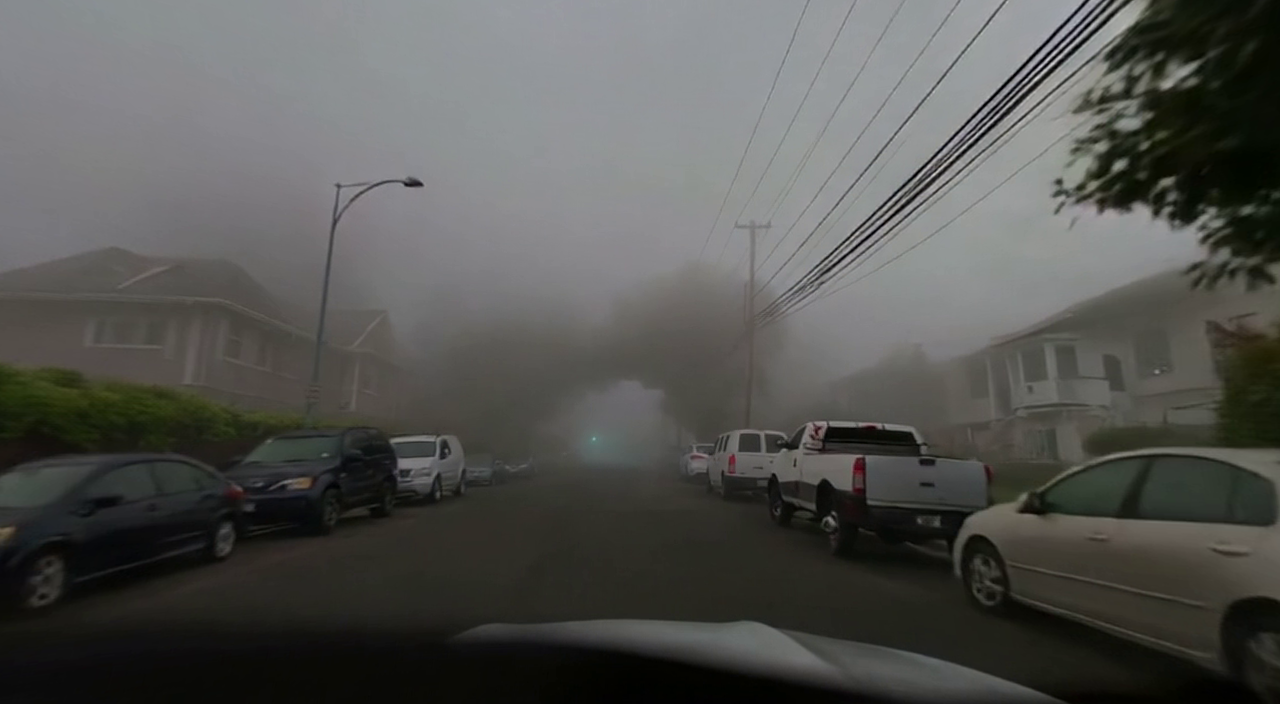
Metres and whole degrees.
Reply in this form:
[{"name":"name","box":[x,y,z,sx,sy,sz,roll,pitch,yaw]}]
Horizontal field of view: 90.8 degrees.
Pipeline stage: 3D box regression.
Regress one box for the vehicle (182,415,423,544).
[{"name":"vehicle","box":[-5.969,2.290,12.043,2.034,1.923,4.713,0,-8,-1]}]

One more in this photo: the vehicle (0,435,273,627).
[{"name":"vehicle","box":[-5.928,1.699,6.886,1.745,1.502,3.648,0,-8,-2]}]

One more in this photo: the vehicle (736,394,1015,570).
[{"name":"vehicle","box":[3.244,1.942,10.304,2.237,2.071,5.332,0,-8,-3]}]

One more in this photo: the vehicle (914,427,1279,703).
[{"name":"vehicle","box":[3.890,1.312,4.300,1.990,1.521,4.153,0,-8,-3]}]

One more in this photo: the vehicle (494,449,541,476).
[{"name":"vehicle","box":[-6.772,6.129,35.296,1.958,1.359,4.357,0,-8,-3]}]
